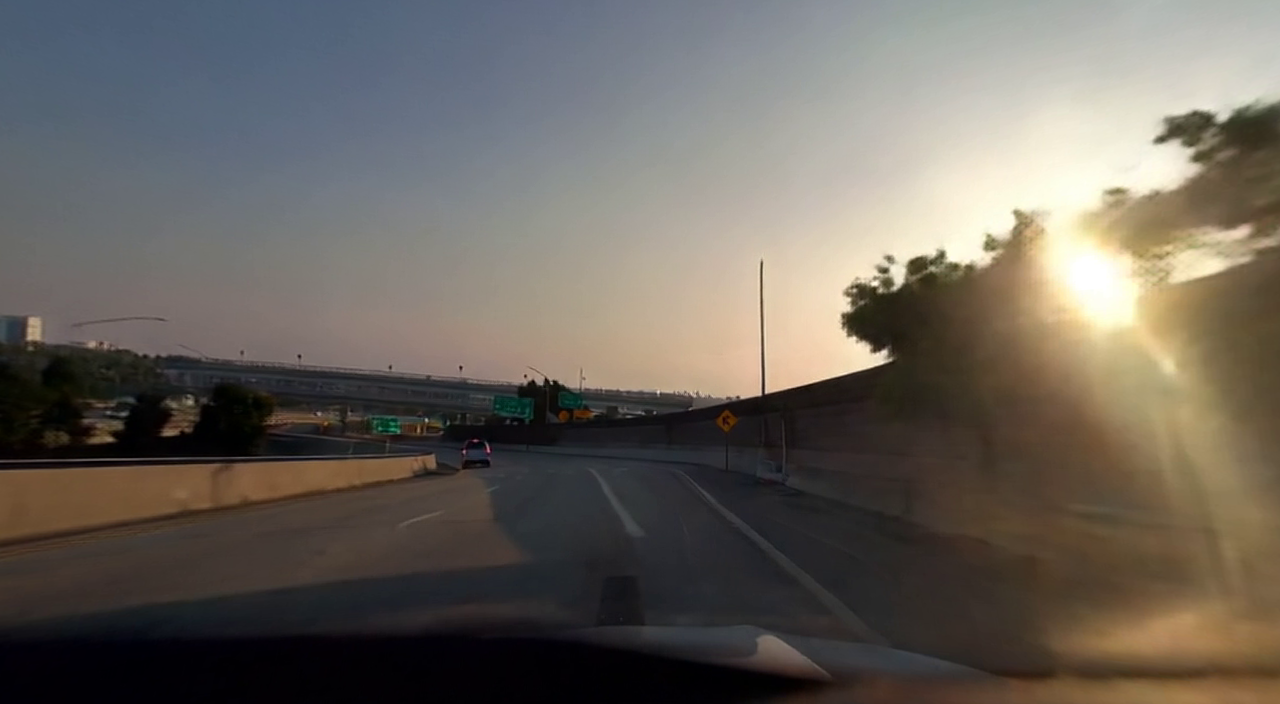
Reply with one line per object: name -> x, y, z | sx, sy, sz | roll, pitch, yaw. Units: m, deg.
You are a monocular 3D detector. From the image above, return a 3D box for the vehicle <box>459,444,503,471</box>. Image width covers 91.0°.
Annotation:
vehicle -> -10.051, 6.688, 40.108 | 2.234, 1.588, 4.484 | 2, -9, -9
